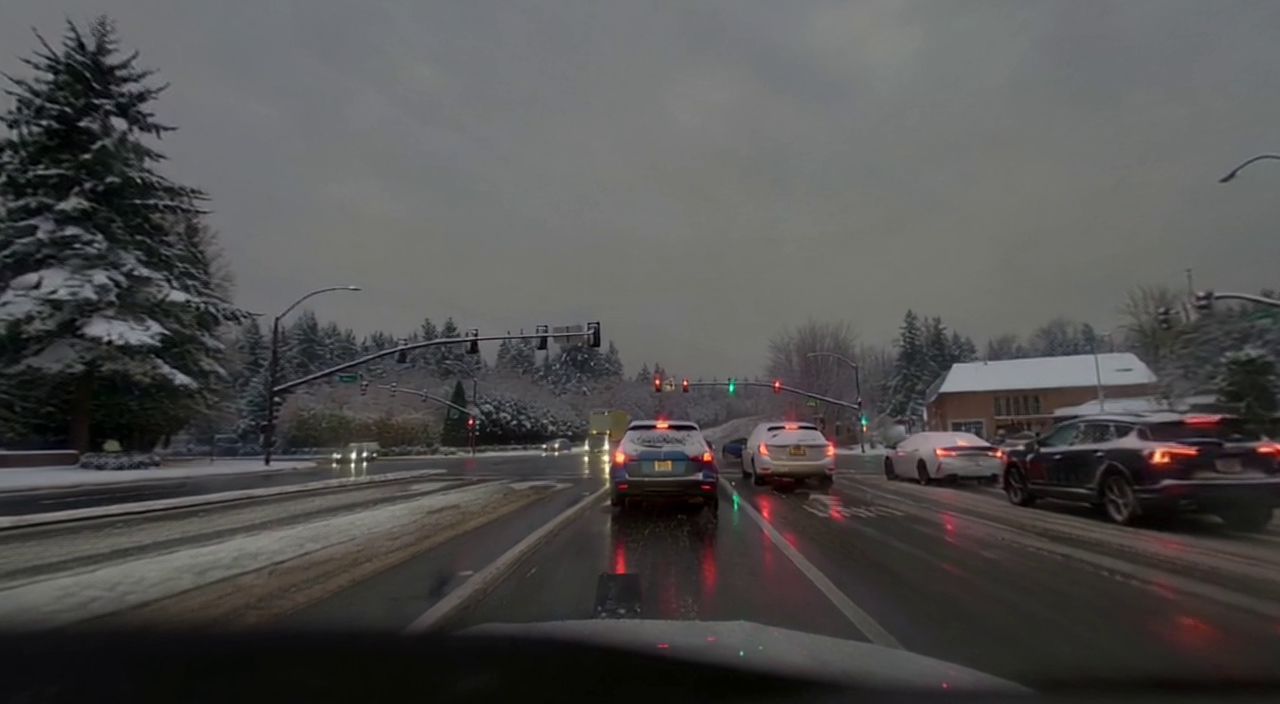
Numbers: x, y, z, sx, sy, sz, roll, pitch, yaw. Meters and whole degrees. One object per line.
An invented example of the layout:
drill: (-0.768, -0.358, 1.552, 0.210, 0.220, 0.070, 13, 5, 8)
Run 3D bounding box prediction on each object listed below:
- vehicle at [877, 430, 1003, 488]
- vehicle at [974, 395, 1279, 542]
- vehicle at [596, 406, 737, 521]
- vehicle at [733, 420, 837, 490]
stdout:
vehicle: (8.565, 3.104, 18.531, 1.862, 1.471, 4.297, -1, -9, 5)
vehicle: (7.488, 1.758, 9.985, 2.074, 1.791, 4.393, 0, -9, 2)
vehicle: (0.453, 2.073, 12.128, 2.211, 1.795, 4.179, 0, -9, 1)
vehicle: (4.041, 2.981, 18.500, 2.188, 1.774, 4.646, -1, -9, 3)
